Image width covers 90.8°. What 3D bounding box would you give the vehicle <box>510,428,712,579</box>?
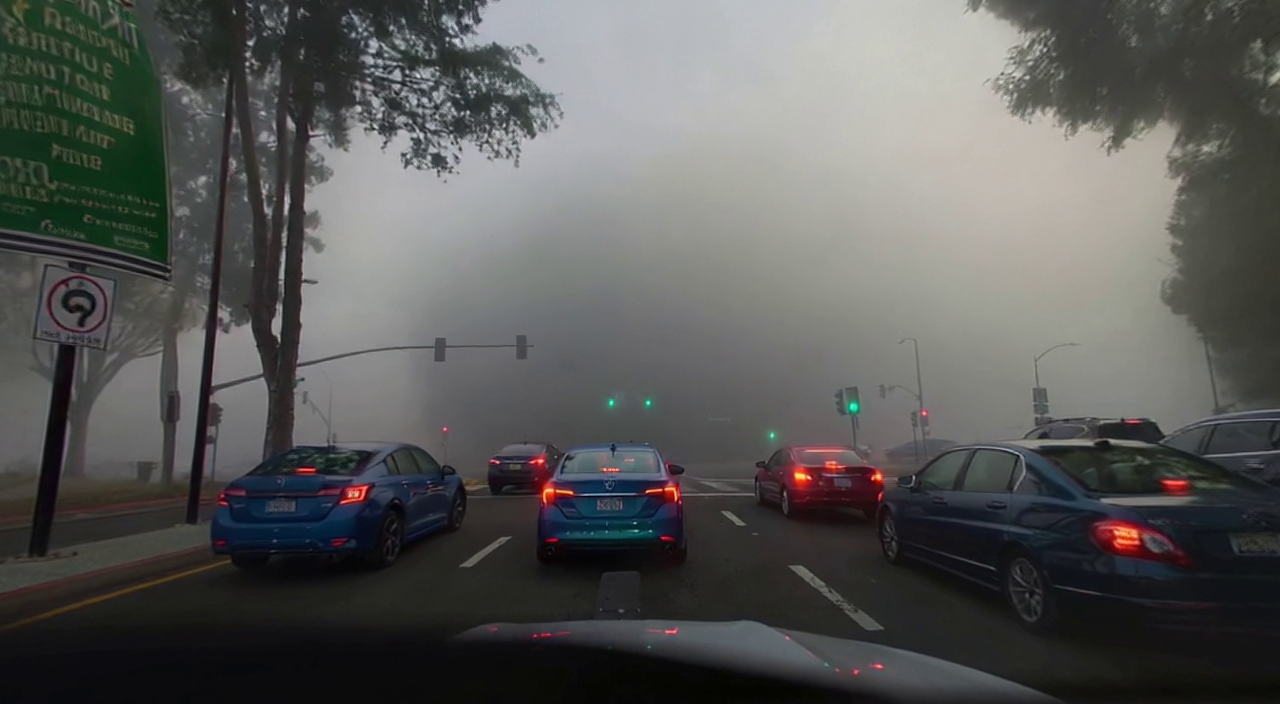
[{"bbox_3d":[-0.315,1.784,8.174,1.994,1.479,3.647,0,-9,-1],"label":"vehicle"}]

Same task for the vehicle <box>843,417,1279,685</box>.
[{"bbox_3d":[3.596,1.439,5.802,1.953,1.471,4.470,0,-9,0],"label":"vehicle"}]

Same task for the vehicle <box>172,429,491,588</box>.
[{"bbox_3d":[-3.370,1.770,8.005,1.929,1.457,4.136,0,-9,0],"label":"vehicle"}]

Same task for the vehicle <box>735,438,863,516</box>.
[{"bbox_3d":[3.404,2.737,14.339,1.852,1.498,3.825,0,-9,-1],"label":"vehicle"}]
